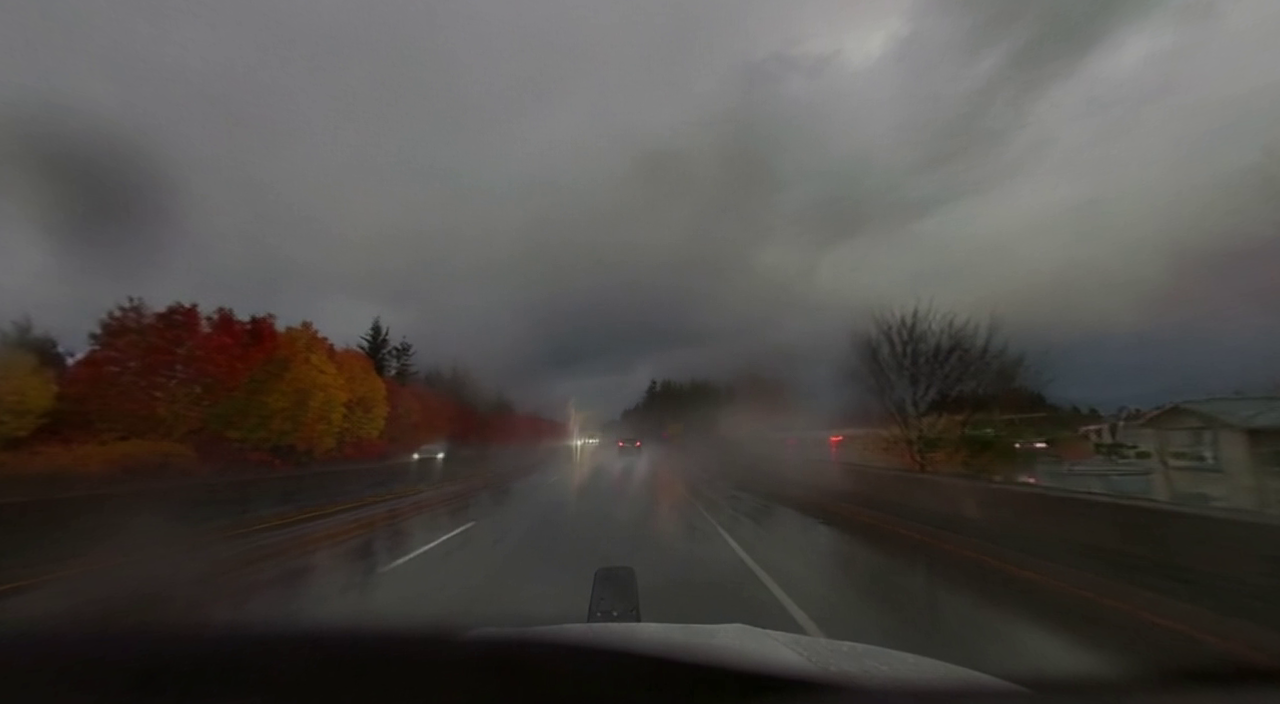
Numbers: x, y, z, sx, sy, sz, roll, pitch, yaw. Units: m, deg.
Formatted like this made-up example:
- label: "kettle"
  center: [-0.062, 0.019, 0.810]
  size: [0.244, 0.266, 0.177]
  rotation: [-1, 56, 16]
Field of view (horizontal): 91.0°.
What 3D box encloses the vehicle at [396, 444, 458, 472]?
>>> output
- label: "vehicle"
  center: [-12.374, 6.165, 36.843]
  size: [2.073, 1.486, 4.290]
  rotation: [-1, -8, 1]
